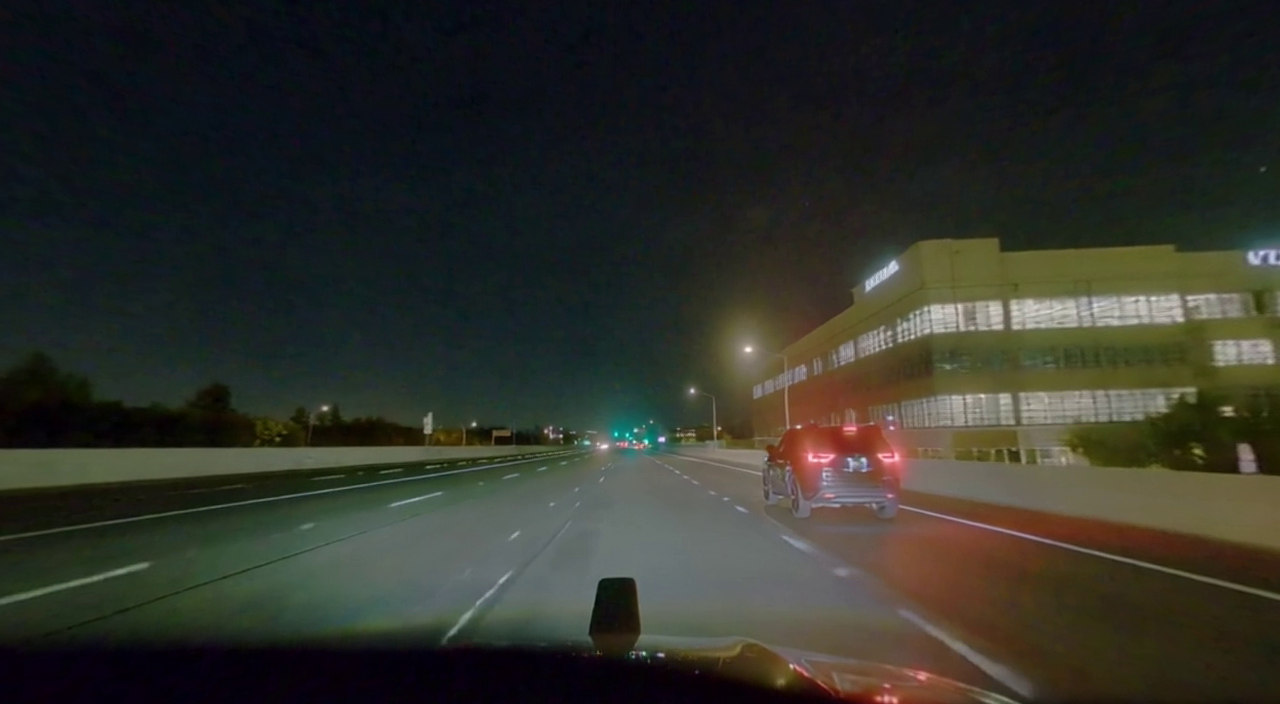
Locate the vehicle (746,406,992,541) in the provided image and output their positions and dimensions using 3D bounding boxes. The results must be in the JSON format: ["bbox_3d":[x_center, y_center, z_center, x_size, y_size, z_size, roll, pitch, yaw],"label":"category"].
[{"bbox_3d":[3.452,1.979,10.913,2.212,1.753,5.064,0,-9,-2],"label":"vehicle"}]
